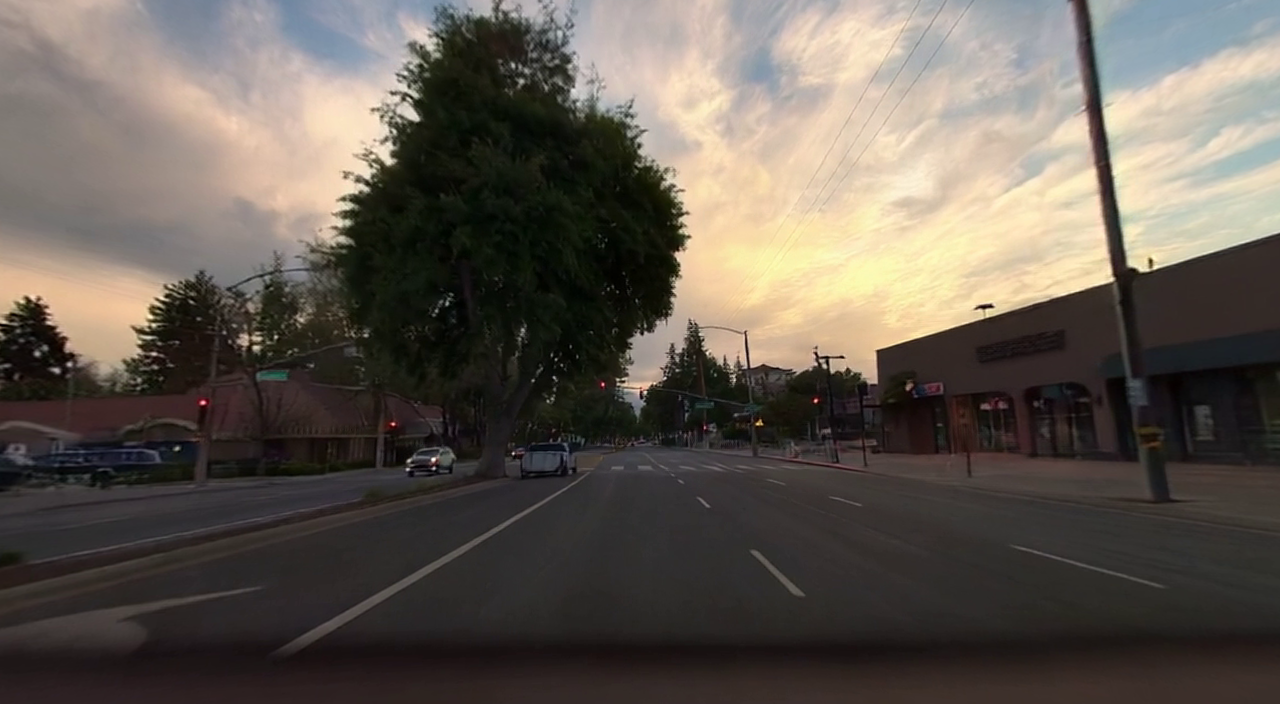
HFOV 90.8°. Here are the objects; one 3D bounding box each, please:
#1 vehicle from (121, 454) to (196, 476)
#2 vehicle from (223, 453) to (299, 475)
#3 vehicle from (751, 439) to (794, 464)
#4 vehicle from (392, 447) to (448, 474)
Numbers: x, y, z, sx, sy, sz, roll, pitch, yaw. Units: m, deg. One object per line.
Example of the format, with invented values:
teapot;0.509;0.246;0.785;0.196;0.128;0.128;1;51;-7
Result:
vehicle;-34.764;8.159;45.664;4.062;1.531;1.766;-1;-9;4
vehicle;-26.976;7.956;45.046;4.240;1.463;1.908;-1;-9;4
vehicle;9.731;7.312;46.661;1.970;1.755;4.661;0;-9;-2
vehicle;-13.354;6.603;38.606;1.872;1.507;4.267;0;-9;0
